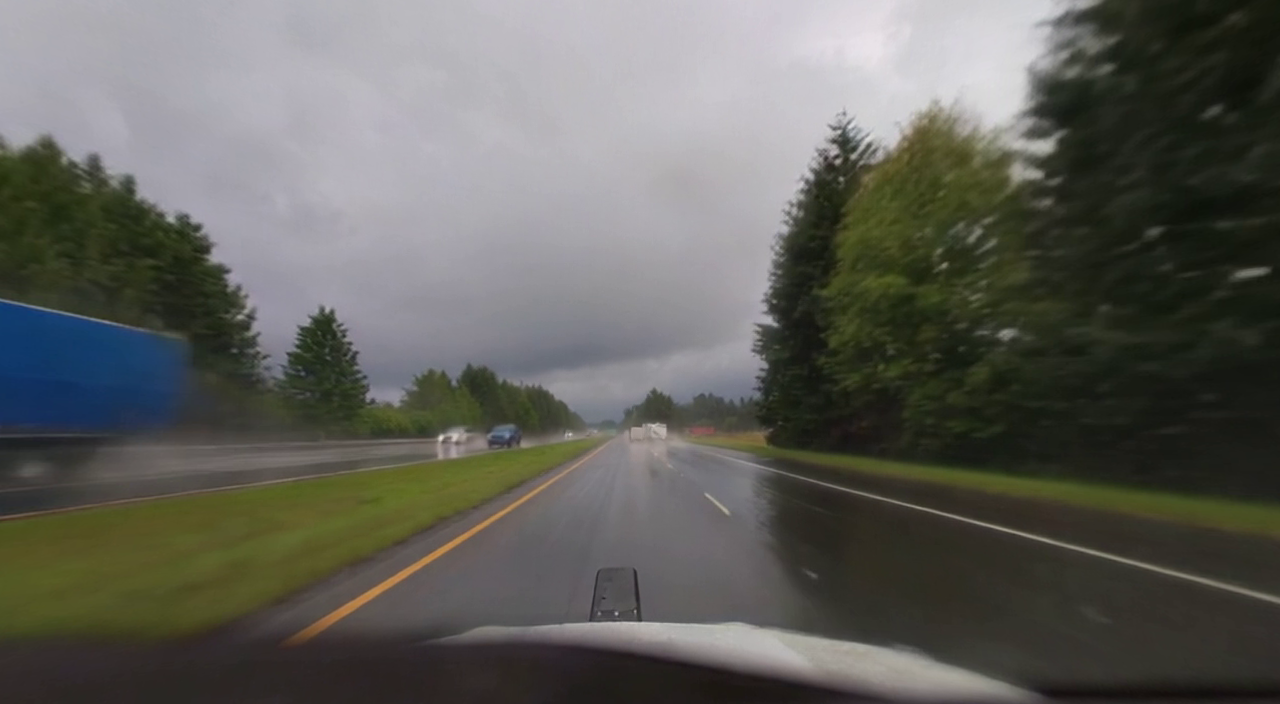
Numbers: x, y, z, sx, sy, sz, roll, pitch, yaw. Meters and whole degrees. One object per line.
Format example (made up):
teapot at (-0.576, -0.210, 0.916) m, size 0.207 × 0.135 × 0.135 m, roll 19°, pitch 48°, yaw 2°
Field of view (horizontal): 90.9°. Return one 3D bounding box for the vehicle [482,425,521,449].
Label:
vehicle at (-9.822, 6.086, 45.031) m, size 1.925 × 1.581 × 4.138 m, roll 0°, pitch -8°, yaw -1°

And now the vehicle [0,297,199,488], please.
vehicle at (-13.348, 0.759, 11.799) m, size 2.738 × 3.535 × 10.525 m, roll 0°, pitch -8°, yaw -1°

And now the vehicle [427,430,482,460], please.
vehicle at (-10.436, 5.255, 35.813) m, size 1.933 × 1.555 × 4.470 m, roll 1°, pitch -7°, yaw -2°
